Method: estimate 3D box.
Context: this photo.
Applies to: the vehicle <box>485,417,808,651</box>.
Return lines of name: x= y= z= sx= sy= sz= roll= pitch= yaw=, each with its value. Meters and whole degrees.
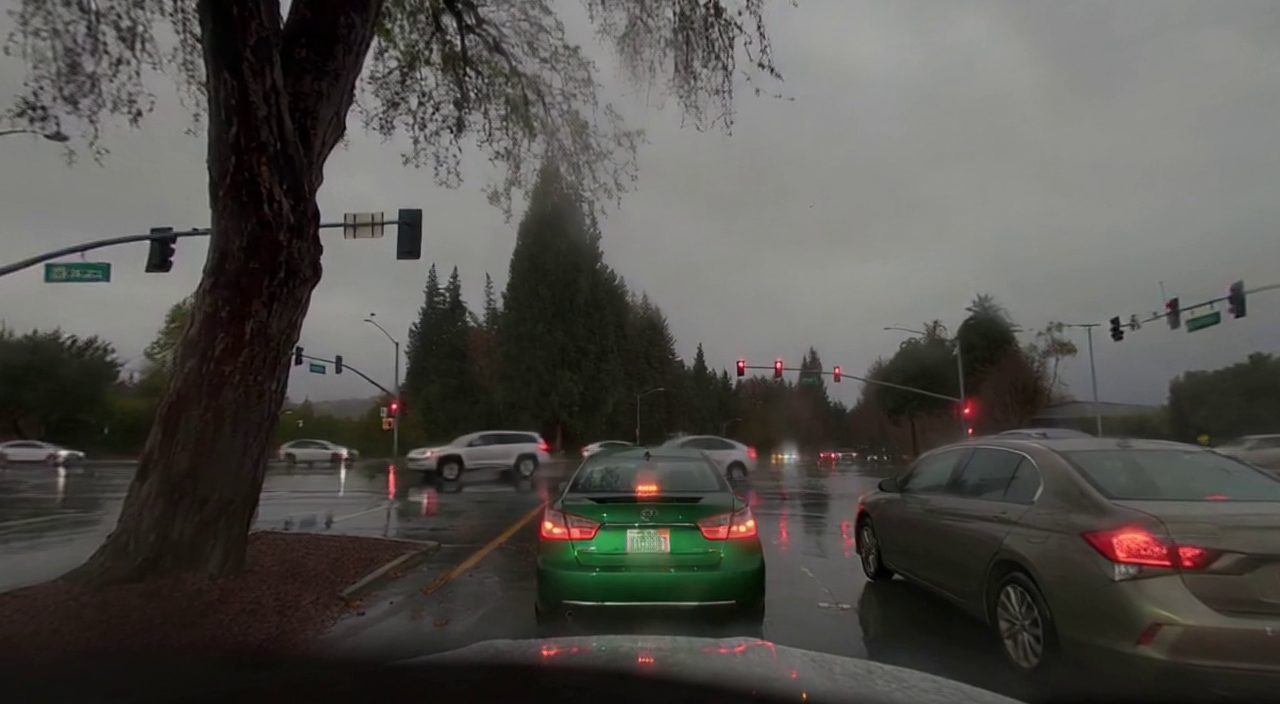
vehicle: x=0.035 y=1.463 z=6.138 sx=2.026 sy=1.458 sz=4.175 roll=0 pitch=-9 yaw=0

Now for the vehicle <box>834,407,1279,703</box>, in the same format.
vehicle: x=3.104 y=1.300 z=4.839 sx=1.861 sy=1.479 sz=4.371 roll=0 pitch=-9 yaw=0

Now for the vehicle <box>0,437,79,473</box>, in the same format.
vehicle: x=-30.412 y=4.990 z=30.782 sx=4.517 sy=1.637 sz=1.935 roll=-1 pitch=-9 yaw=8

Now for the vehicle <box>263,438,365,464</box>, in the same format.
vehicle: x=-19.050 y=5.794 z=37.063 sx=4.828 sy=1.467 sz=1.963 roll=0 pitch=-8 yaw=1
